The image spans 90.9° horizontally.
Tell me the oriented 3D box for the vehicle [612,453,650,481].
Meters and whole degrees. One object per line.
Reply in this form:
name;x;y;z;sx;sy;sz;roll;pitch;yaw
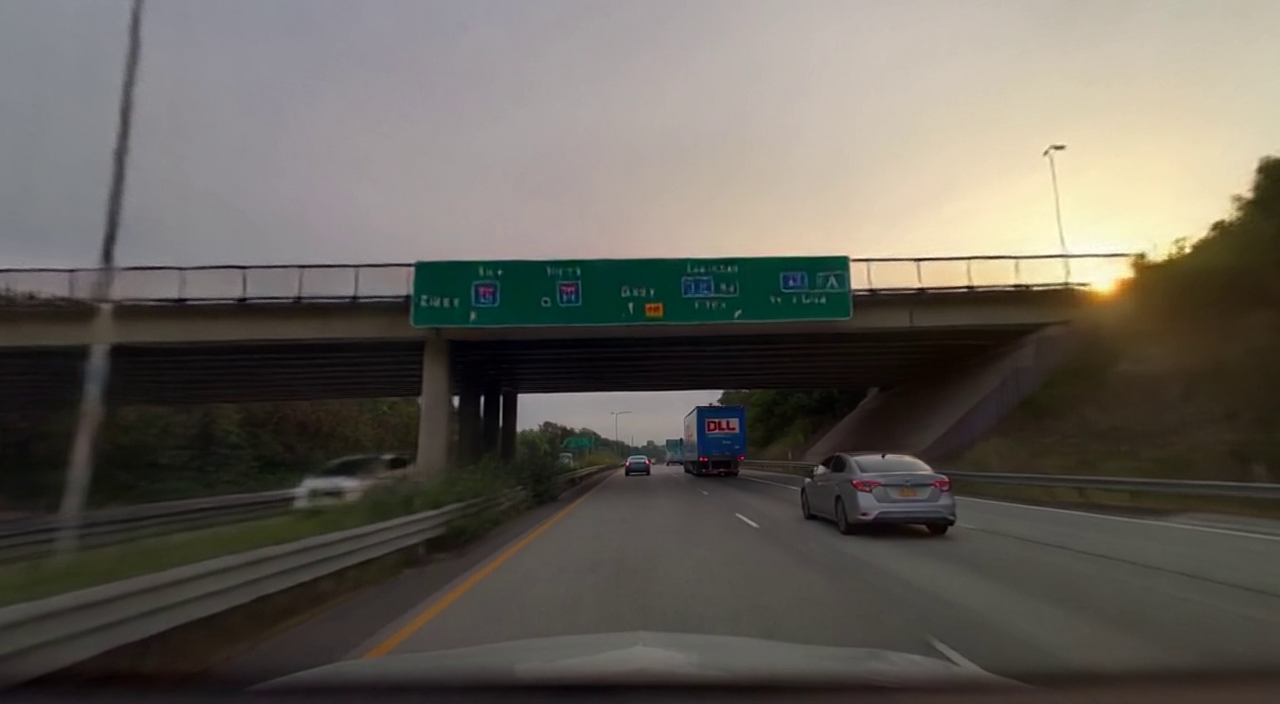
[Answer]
vehicle;-0.484;6.388;35.316;2.055;1.445;3.661;0;-9;0

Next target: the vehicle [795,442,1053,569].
vehicle;3.854;2.130;9.527;1.894;1.452;4.164;0;-9;-1

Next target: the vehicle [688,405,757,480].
vehicle;4.703;5.442;37.767;2.838;3.985;8.010;0;-9;-1

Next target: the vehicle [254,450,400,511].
vehicle;-8.769;3.592;18.157;1.964;1.521;4.348;0;-9;0
